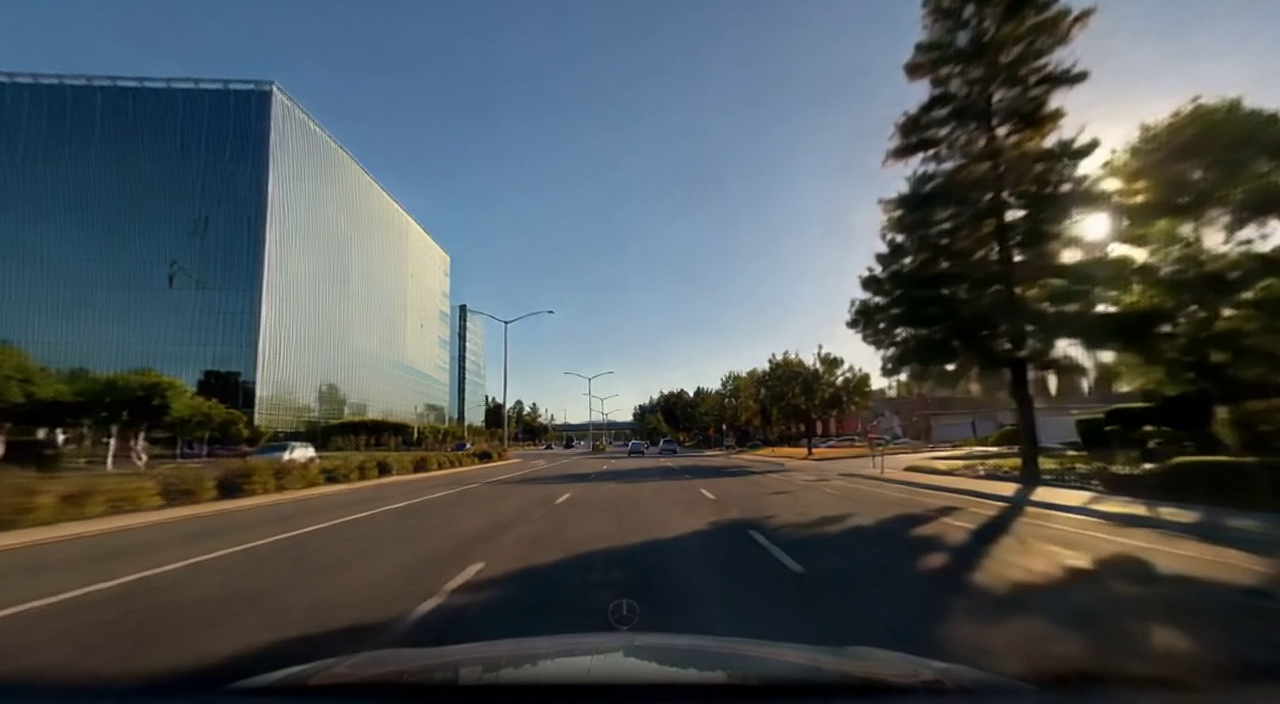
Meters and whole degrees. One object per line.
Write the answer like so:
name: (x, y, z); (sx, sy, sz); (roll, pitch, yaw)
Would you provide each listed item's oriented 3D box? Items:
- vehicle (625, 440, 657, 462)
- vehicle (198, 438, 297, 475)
vehicle: (0.035, 6.859, 43.878); (2.080, 1.445, 4.096); (0, -8, -1)
vehicle: (-21.253, 5.667, 34.531); (2.308, 1.840, 5.236); (1, -8, -4)
